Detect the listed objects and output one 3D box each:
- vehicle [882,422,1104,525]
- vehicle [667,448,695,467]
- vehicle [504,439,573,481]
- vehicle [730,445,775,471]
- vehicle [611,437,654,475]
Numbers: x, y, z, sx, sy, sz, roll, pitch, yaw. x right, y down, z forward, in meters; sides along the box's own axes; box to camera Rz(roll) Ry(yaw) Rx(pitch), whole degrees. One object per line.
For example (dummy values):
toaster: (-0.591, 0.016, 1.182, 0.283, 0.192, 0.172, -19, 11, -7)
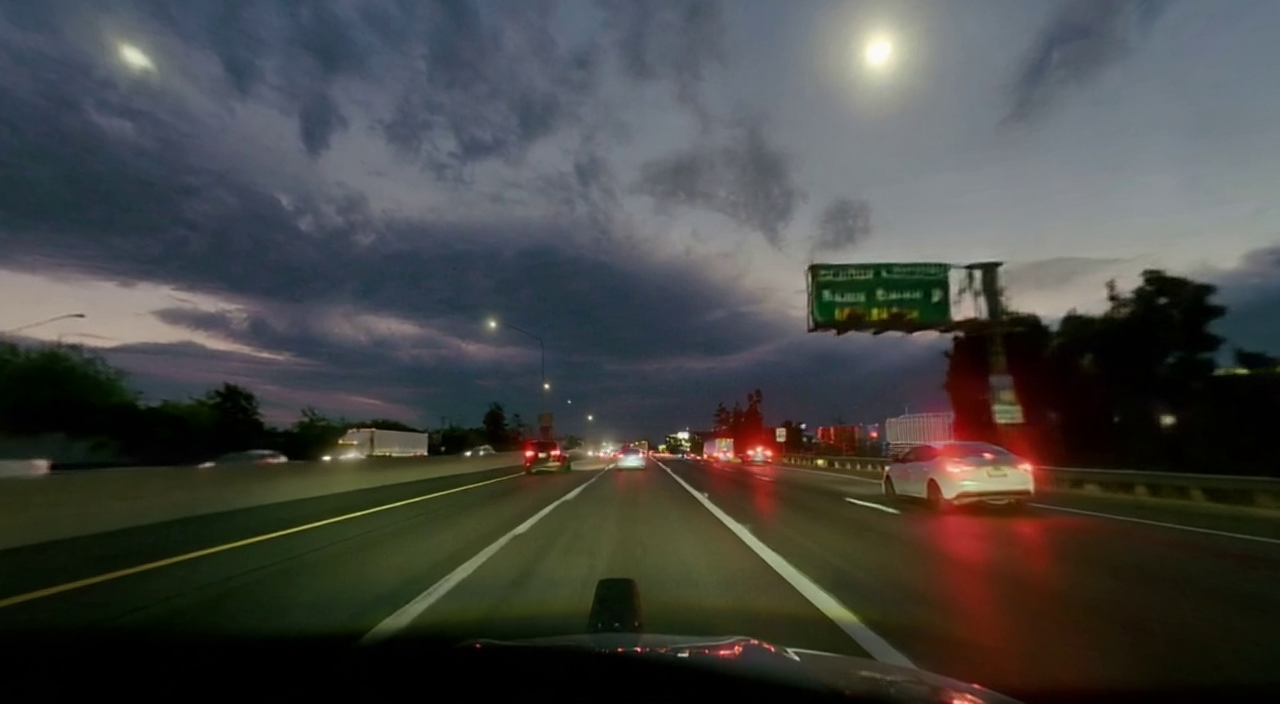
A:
vehicle: (6.626, 2.311, 12.536, 1.944, 1.666, 4.184, 0, -9, 0)
vehicle: (3.032, 7.938, 47.550, 1.816, 1.353, 3.809, 0, -9, -1)
vehicle: (-4.226, 4.610, 27.202, 2.126, 1.631, 4.643, 0, -9, 1)
vehicle: (6.768, 6.398, 38.376, 1.879, 1.428, 4.402, 0, -9, -1)
vehicle: (-0.340, 5.230, 31.999, 2.002, 1.759, 4.658, 0, -9, 0)
